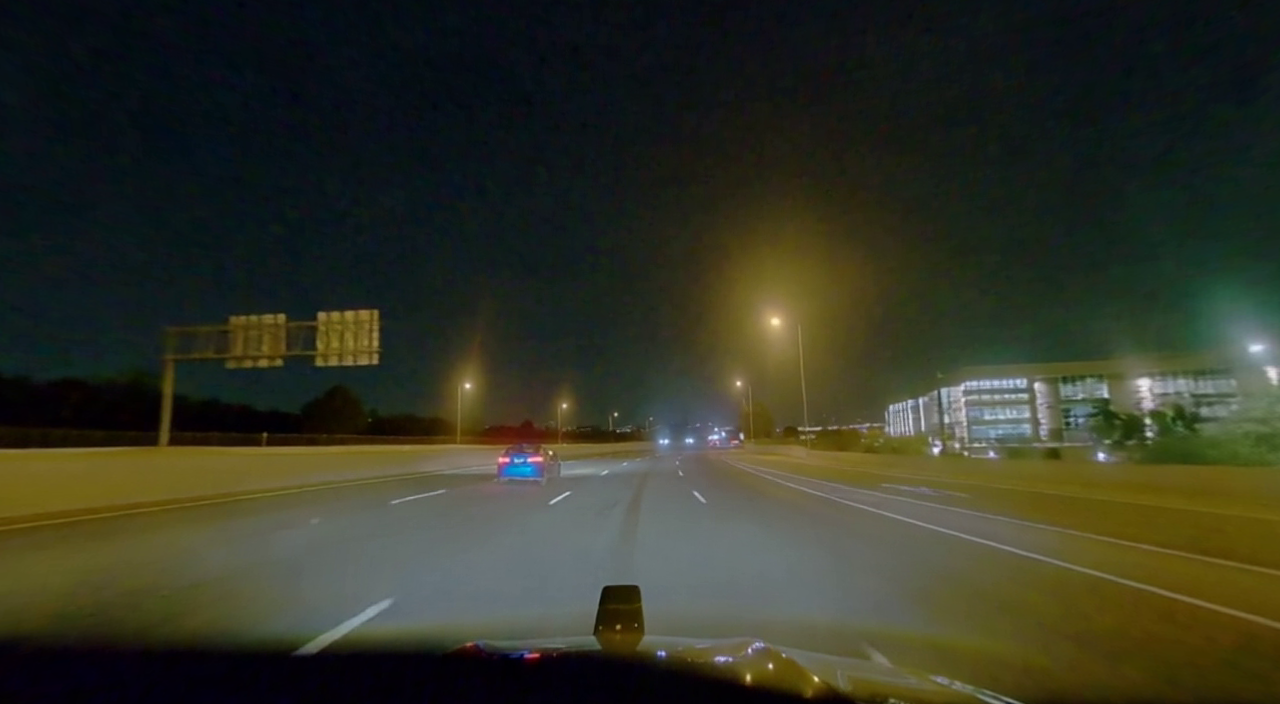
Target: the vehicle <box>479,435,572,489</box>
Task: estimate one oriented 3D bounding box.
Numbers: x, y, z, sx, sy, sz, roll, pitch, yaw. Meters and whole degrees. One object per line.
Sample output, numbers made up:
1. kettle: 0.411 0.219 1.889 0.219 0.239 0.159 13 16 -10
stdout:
1. vehicle: -3.630 3.583 20.995 2.087 1.566 4.756 0 -8 2
